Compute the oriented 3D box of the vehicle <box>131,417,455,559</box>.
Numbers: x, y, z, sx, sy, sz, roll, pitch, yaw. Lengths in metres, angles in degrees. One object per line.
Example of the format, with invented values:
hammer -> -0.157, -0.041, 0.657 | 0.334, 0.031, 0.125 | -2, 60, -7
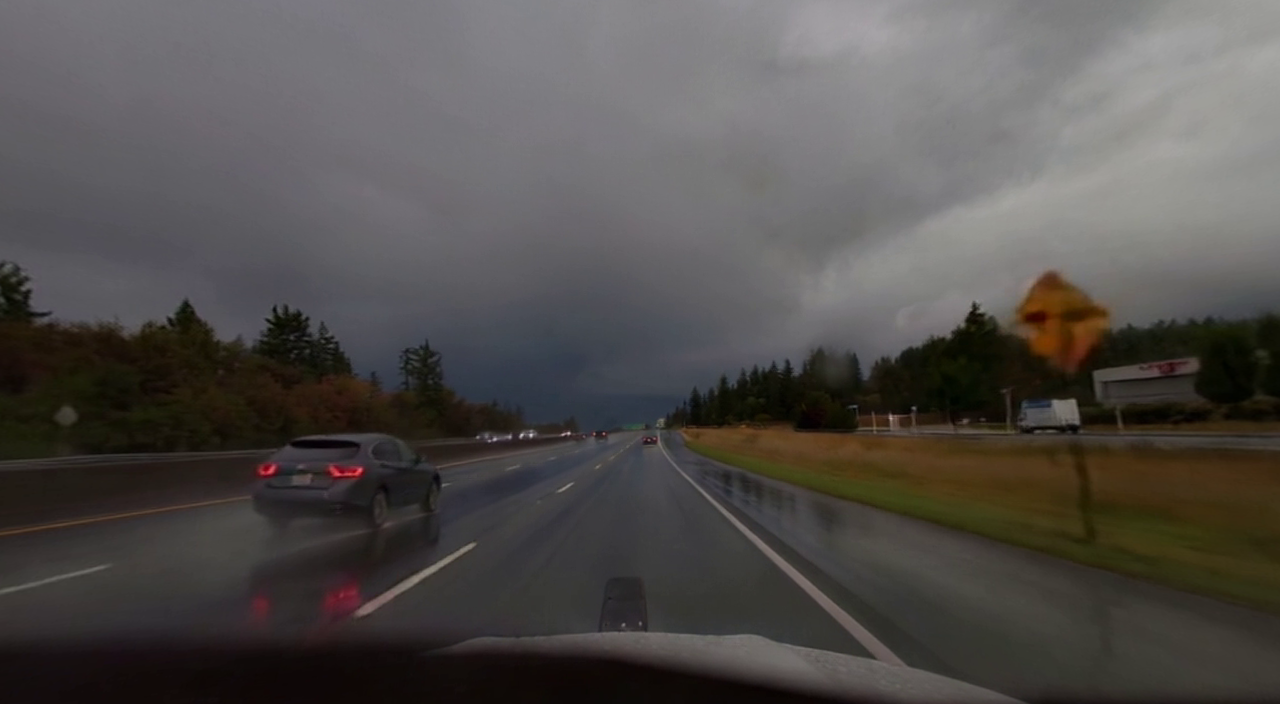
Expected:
vehicle -> -4.526, 1.846, 9.360 | 2.071, 1.556, 4.729 | 0, -8, 1
